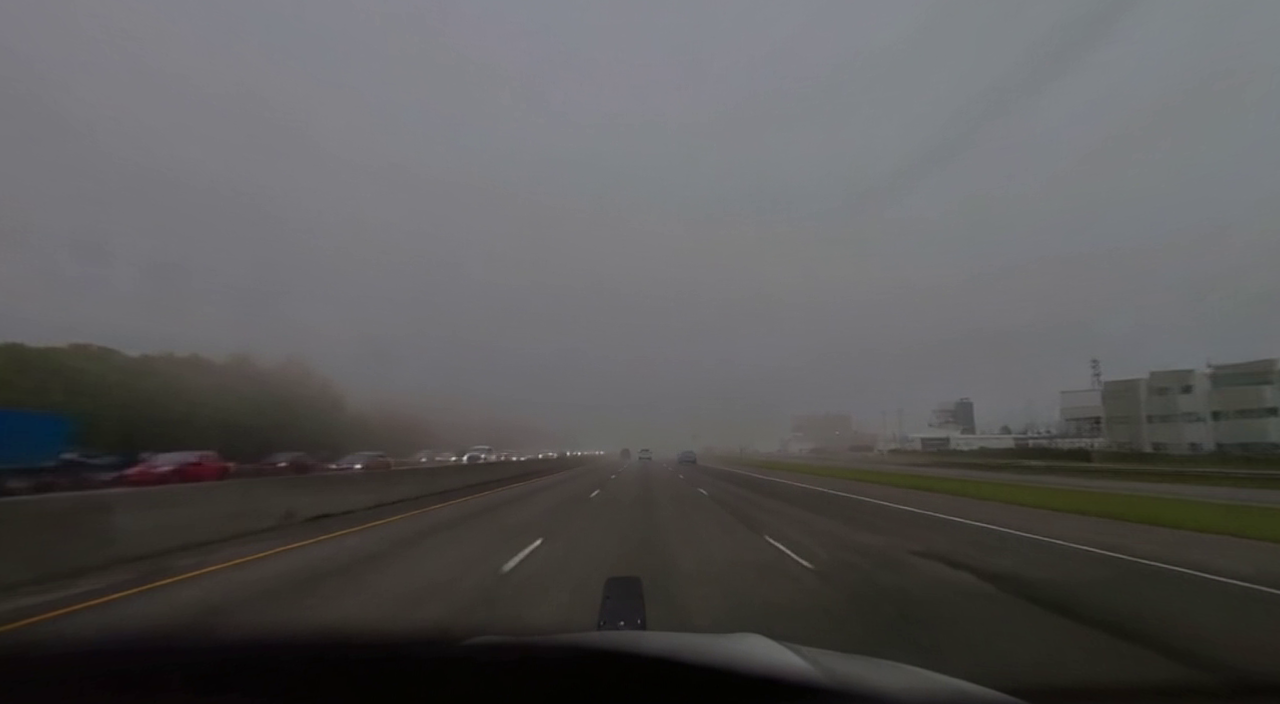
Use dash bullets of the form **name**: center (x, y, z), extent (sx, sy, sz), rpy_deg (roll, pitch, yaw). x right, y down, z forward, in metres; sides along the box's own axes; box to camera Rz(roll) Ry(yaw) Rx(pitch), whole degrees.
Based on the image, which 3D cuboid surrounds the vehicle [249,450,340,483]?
- **vehicle**: center (-16.752, 5.559, 30.865), extent (1.863, 1.478, 4.653), rpy_deg (0, -9, 0)

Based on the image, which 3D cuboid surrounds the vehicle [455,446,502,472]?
- **vehicle**: center (-10.598, 7.045, 41.592), extent (1.886, 1.568, 4.269), rpy_deg (0, -9, 1)

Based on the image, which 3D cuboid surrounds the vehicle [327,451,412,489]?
- **vehicle**: center (-10.744, 4.690, 25.302), extent (1.776, 1.385, 3.631), rpy_deg (0, -9, 0)

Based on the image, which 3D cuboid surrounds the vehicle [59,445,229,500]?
- **vehicle**: center (-15.654, 3.809, 20.267), extent (1.894, 1.553, 4.341), rpy_deg (0, -9, 0)
